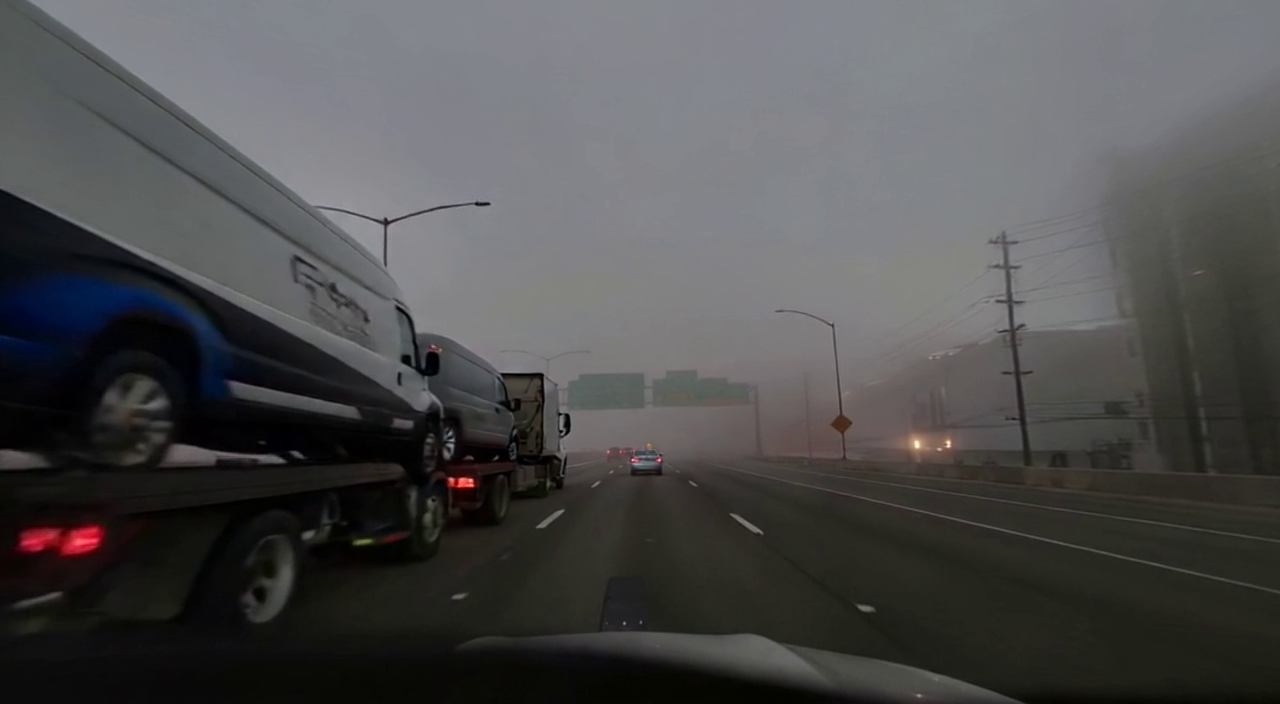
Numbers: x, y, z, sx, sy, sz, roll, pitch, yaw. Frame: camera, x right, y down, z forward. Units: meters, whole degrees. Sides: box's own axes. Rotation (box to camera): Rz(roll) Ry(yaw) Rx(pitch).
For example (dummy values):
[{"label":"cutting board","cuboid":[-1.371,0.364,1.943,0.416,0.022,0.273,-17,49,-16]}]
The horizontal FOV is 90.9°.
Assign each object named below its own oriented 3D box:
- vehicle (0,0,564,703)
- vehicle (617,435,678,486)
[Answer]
[{"label":"vehicle","cuboid":[-3.926,0.918,11.240,2.888,4.308,16.259,0,-8,1]},{"label":"vehicle","cuboid":[0.263,4.382,25.832,2.279,1.837,4.747,0,-8,0]}]
